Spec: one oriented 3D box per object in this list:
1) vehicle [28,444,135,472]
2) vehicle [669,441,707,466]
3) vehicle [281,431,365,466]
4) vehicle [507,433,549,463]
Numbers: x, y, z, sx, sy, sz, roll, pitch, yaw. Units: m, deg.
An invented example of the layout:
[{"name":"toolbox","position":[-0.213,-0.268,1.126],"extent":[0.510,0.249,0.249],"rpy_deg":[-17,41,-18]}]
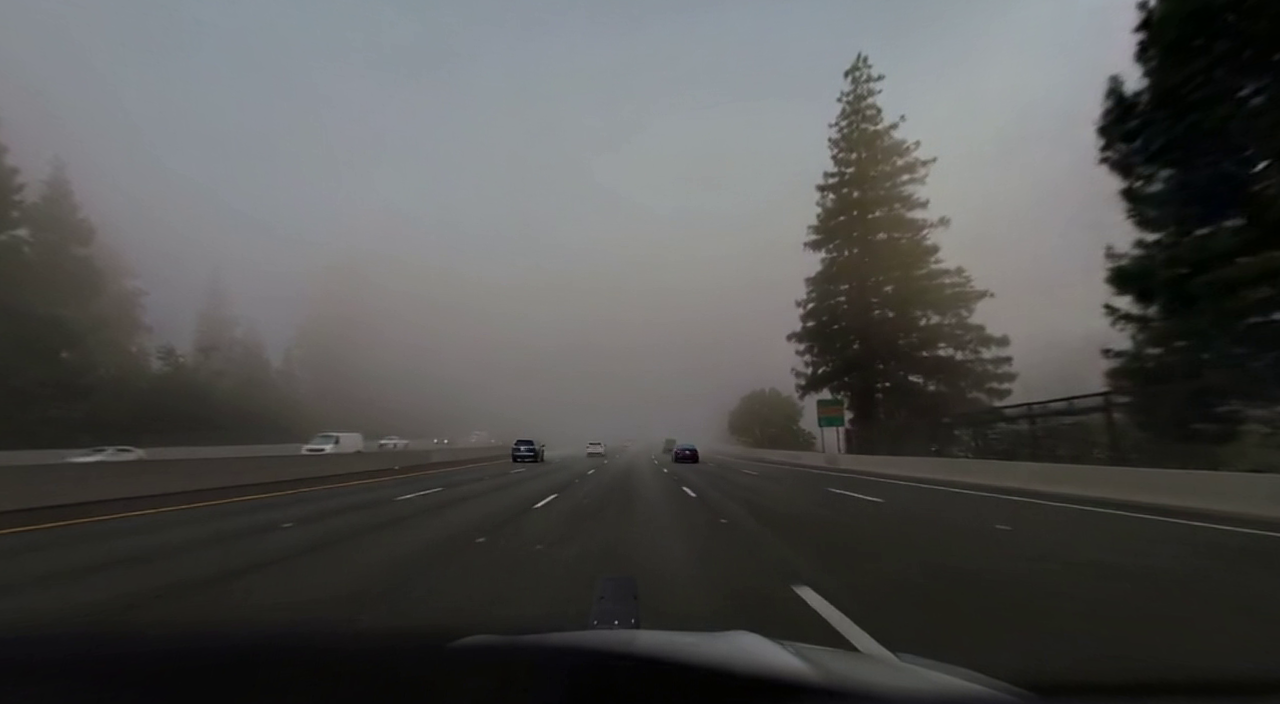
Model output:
[{"name":"vehicle","position":[-31.056,5.900,35.325],"extent":[1.826,1.441,4.521],"rpy_deg":[0,-8,0]},{"name":"vehicle","position":[2.930,6.290,39.367],"extent":[1.967,1.475,4.080],"rpy_deg":[0,-8,-1]},{"name":"vehicle","position":[-20.256,6.209,40.731],"extent":[2.320,2.019,5.892],"rpy_deg":[0,-8,1]},{"name":"vehicle","position":[-7.396,6.396,42.026],"extent":[2.009,1.850,4.338],"rpy_deg":[0,-8,0]}]
